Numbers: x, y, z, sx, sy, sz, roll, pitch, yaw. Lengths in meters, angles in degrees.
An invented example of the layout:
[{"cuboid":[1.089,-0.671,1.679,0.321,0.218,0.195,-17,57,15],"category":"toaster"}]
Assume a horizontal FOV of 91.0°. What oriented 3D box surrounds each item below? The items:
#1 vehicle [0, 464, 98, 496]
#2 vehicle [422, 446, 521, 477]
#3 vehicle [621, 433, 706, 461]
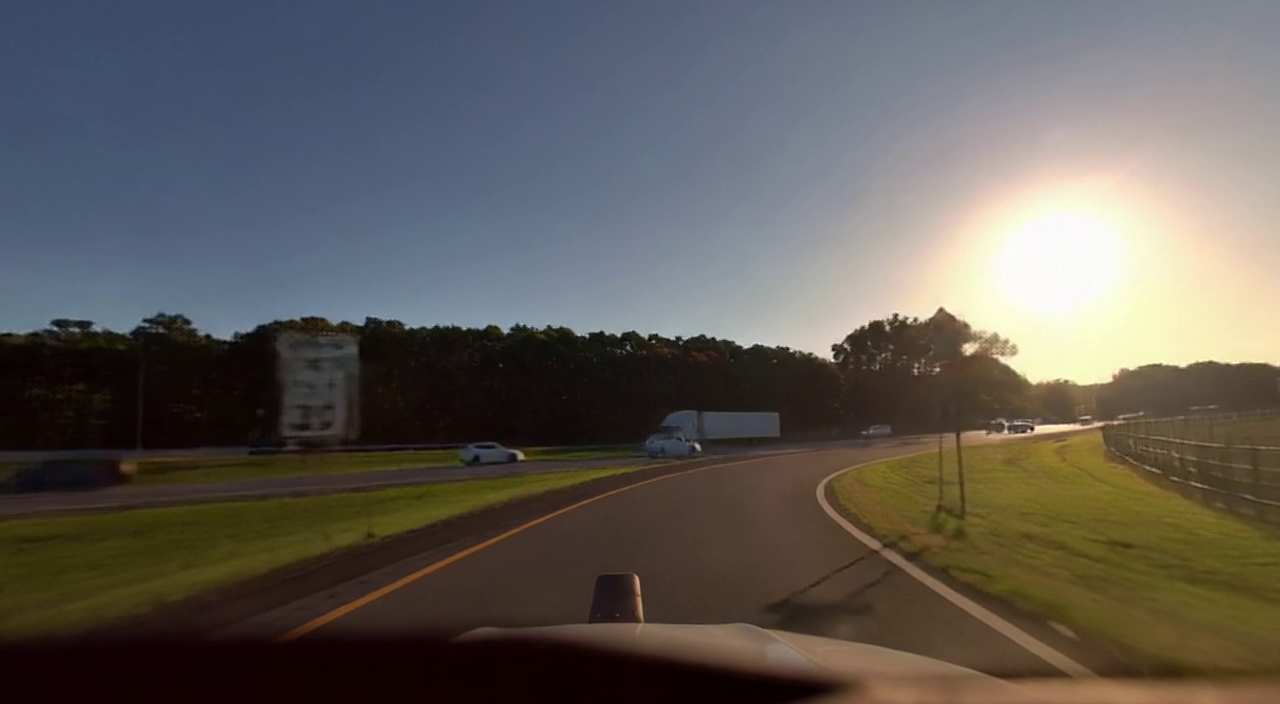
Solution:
[{"cuboid":[-30.676,6.605,32.736,3.568,1.400,1.711,6,-11,-39],"category":"vehicle"},{"cuboid":[-9.097,5.907,34.273,4.819,1.496,1.923,6,-11,-39],"category":"vehicle"},{"cuboid":[1.446,5.670,37.697,4.843,1.579,2.135,6,-11,-38],"category":"vehicle"}]
